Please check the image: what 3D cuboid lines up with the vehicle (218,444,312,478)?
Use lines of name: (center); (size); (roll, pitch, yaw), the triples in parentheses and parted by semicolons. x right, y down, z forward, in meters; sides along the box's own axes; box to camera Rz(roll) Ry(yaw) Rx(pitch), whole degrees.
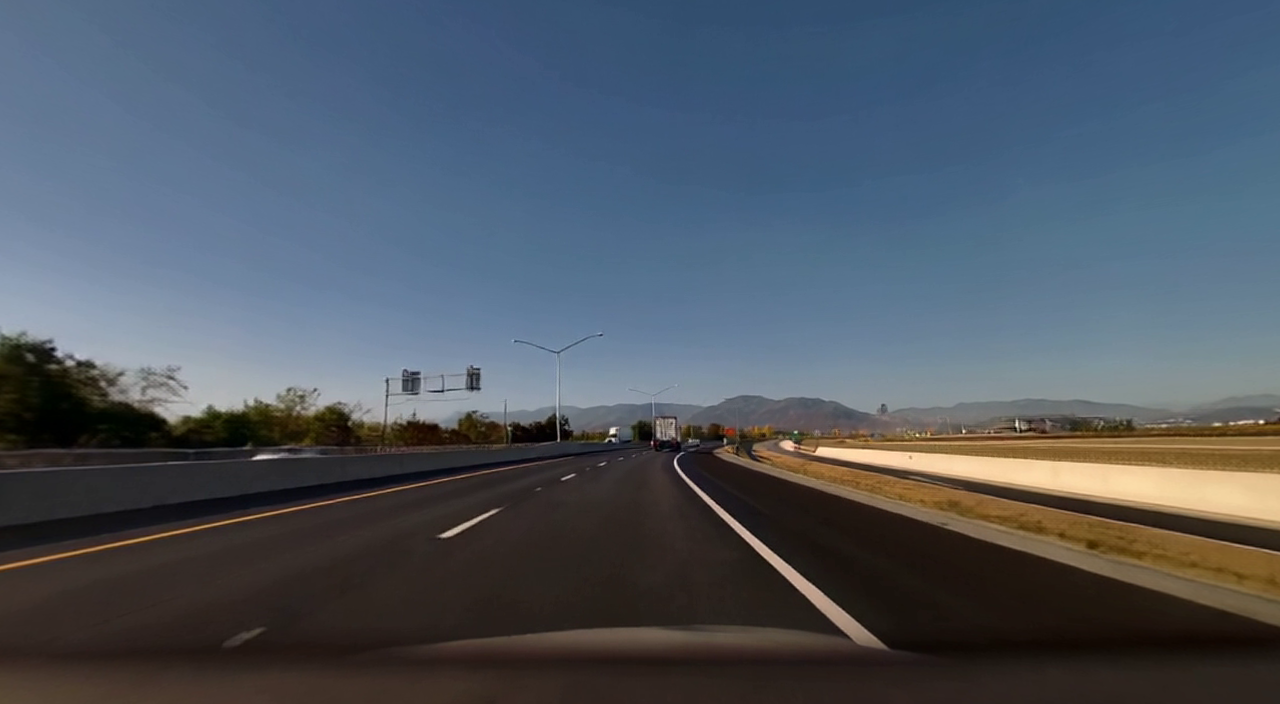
vehicle: (-16.730, 4.838, 28.318); (1.795, 1.382, 3.876); (-1, -8, 1)
